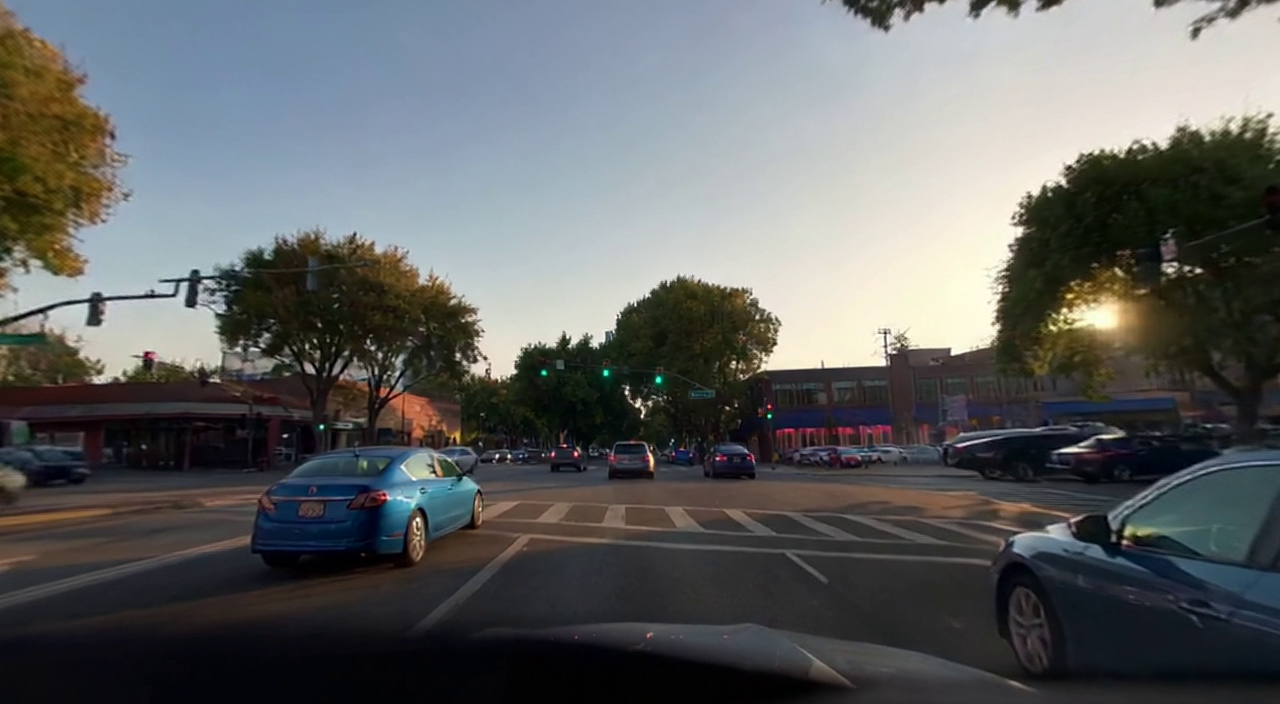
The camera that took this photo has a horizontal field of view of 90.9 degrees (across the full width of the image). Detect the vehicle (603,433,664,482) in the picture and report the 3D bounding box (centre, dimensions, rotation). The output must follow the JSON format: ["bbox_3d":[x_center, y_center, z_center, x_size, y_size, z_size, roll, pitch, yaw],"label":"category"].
[{"bbox_3d":[-0.245,4.436,26.784,2.361,1.898,4.465,0,-8,0],"label":"vehicle"}]

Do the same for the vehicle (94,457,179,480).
[{"bbox_3d":[-36.616,8.465,45.949,4.458,1.494,1.849,4,-9,-26],"label":"vehicle"}]

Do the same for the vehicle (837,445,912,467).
[{"bbox_3d":[16.209,7.216,43.741,4.407,1.492,1.930,0,-8,2],"label":"vehicle"}]

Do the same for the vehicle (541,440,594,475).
[{"bbox_3d":[-3.624,5.342,32.235,2.130,1.645,3.995,0,-8,1],"label":"vehicle"}]

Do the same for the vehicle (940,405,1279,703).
[{"bbox_3d":[3.137,0.938,2.171,2.052,1.475,4.540,0,-8,1],"label":"vehicle"}]

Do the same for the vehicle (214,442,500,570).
[{"bbox_3d":[-3.551,1.976,8.903,2.115,1.369,3.908,0,-8,2],"label":"vehicle"}]

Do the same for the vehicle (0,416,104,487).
[{"bbox_3d":[-35.049,5.185,33.147,12.467,3.385,3.314,-2,-9,13],"label":"vehicle"}]

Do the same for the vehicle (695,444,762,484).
[{"bbox_3d":[3.500,4.493,25.699,2.058,1.472,4.317,0,-8,0],"label":"vehicle"}]

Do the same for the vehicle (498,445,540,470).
[{"bbox_3d":[-8.766,7.643,46.009,2.059,1.559,4.709,-4,-8,1],"label":"vehicle"}]
